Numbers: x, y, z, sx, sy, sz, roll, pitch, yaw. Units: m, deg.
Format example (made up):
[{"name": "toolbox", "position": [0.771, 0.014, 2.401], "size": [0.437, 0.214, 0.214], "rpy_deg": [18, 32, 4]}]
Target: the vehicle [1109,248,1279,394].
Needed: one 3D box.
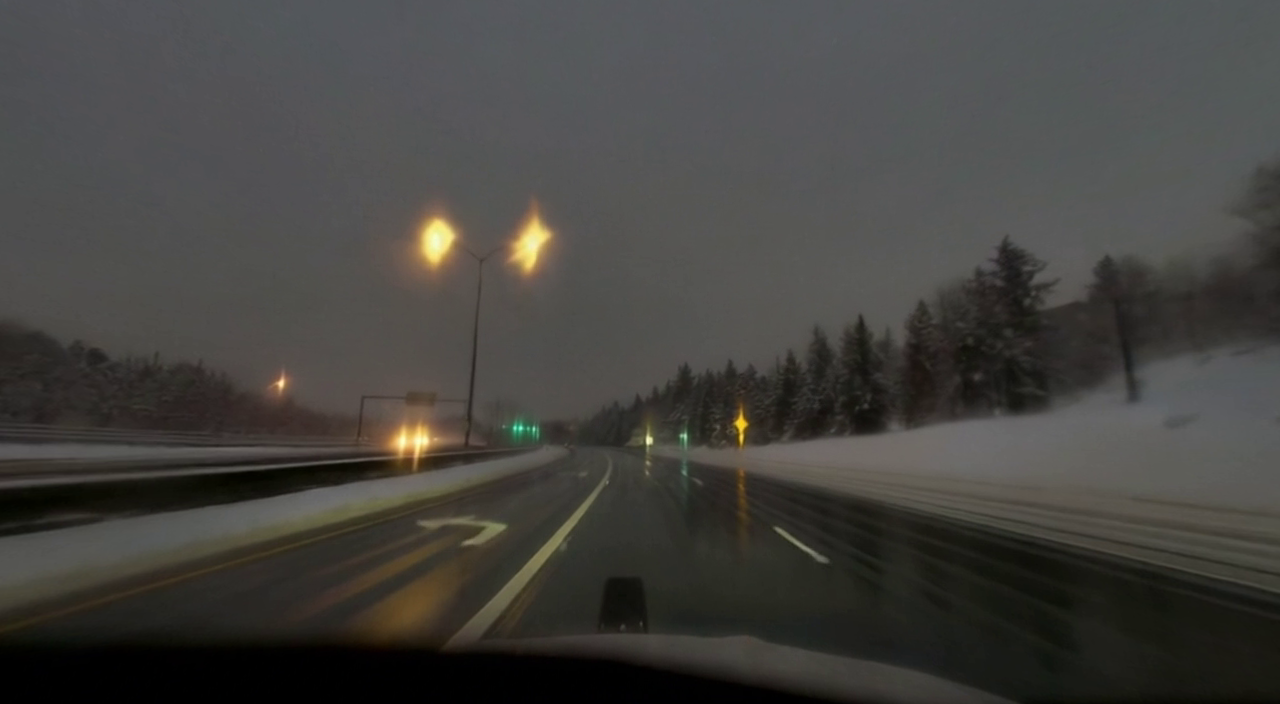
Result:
[{"name": "vehicle", "position": [24.614, -1.434, 22.408], "size": [2.893, 4.671, 14.157], "rpy_deg": [4, -9, -11]}]
